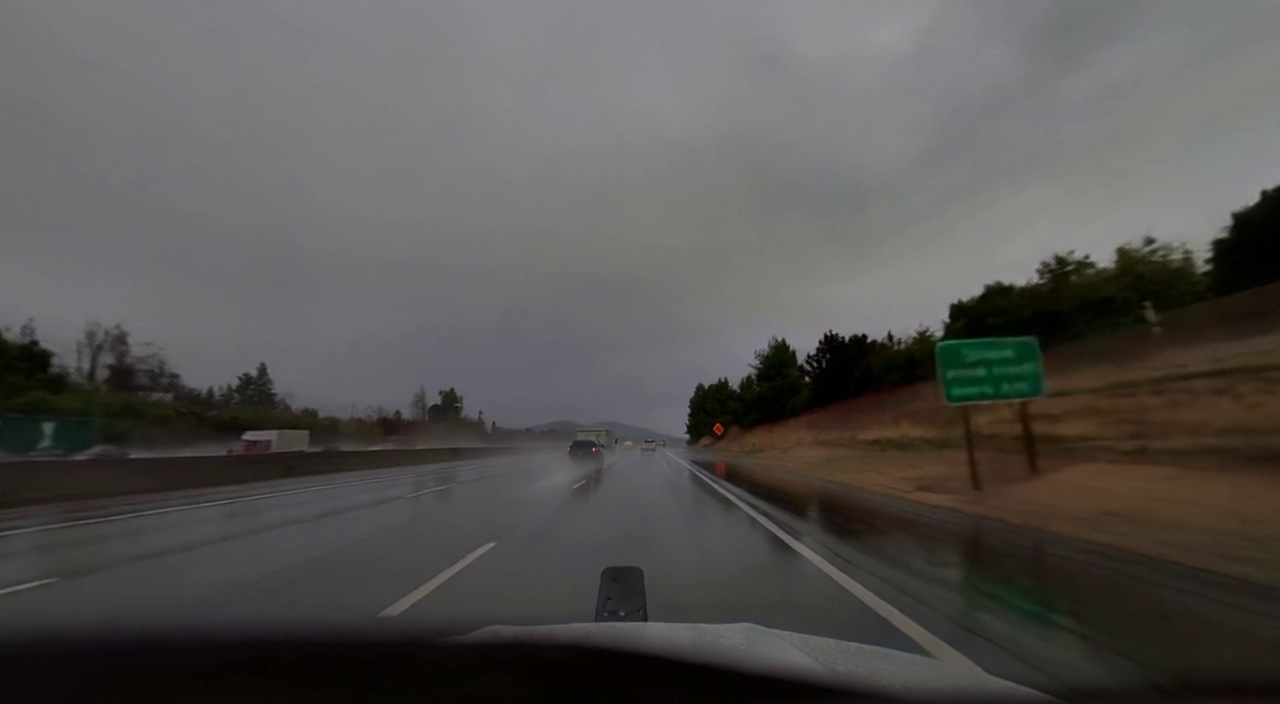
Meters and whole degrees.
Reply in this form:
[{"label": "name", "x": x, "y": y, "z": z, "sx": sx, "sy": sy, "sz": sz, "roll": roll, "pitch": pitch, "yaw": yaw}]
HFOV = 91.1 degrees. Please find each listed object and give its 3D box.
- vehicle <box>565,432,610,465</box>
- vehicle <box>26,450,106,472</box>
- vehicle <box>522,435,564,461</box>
[{"label": "vehicle", "x": -2.880, "y": 5.413, "z": 35.296, "sx": 2.194, "sy": 1.766, "sz": 3.720, "roll": 0, "pitch": -8, "yaw": 1}, {"label": "vehicle", "x": -41.269, "y": 7.815, "z": 45.277, "sx": 1.700, "sy": 1.439, "sz": 4.347, "roll": 0, "pitch": -8, "yaw": 0}, {"label": "vehicle", "x": -6.711, "y": 6.715, "z": 43.940, "sx": 2.078, "sy": 1.729, "sz": 4.722, "roll": 0, "pitch": -8, "yaw": 2}]
